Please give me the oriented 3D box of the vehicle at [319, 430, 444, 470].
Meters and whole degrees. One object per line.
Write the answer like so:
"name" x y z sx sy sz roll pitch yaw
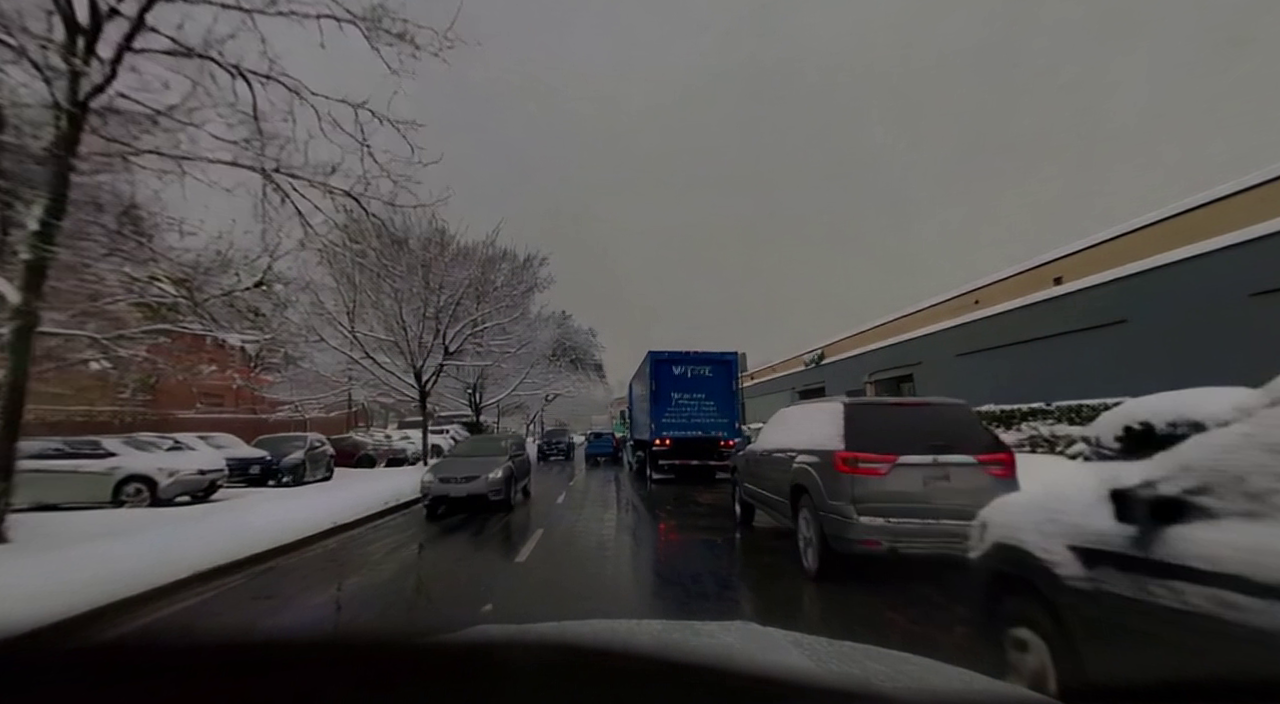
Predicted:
"vehicle" -9.771 3.724 24.117 4.015 1.461 1.903 1 -8 -6

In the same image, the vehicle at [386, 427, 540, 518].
"vehicle" -3.248 2.274 12.461 1.989 1.481 4.008 0 -8 -2

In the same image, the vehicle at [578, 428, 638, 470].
"vehicle" -1.211 3.808 24.961 2.160 1.498 3.909 0 -8 -1

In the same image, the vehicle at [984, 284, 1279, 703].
"vehicle" 2.439 0.511 0.162 1.900 1.644 4.448 0 -8 -5

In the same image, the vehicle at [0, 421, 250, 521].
"vehicle" -9.044 1.971 10.703 3.569 1.520 1.797 0 -8 -5

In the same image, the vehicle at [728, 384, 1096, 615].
"vehicle" 2.310 1.365 6.799 1.875 1.674 4.231 0 -8 -3

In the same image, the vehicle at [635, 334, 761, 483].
"vehicle" 1.530 2.519 24.583 2.865 4.113 14.471 0 -8 -3
